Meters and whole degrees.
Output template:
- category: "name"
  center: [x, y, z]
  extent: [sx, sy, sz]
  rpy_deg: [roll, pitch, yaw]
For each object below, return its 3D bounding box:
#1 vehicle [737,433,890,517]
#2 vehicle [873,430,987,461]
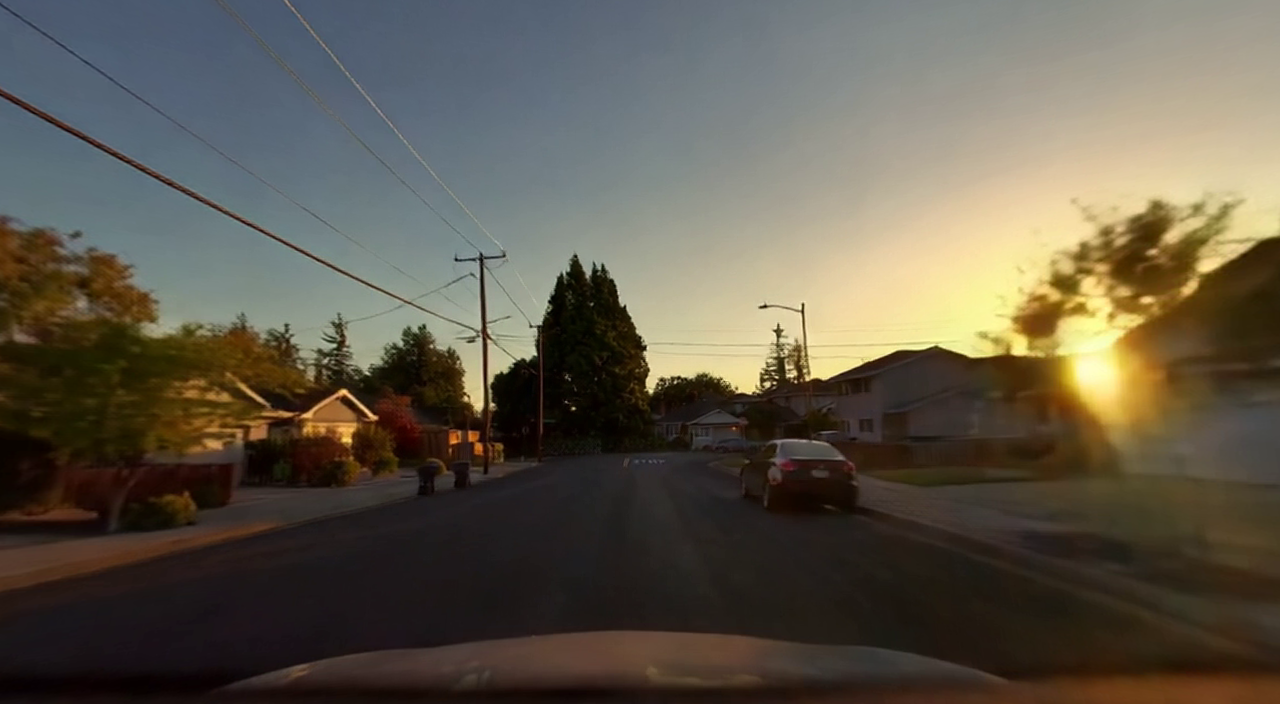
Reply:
- category: "vehicle"
  center: [3.547, 2.601, 13.943]
  extent: [2.012, 1.531, 4.557]
  rpy_deg: [0, -8, -1]
- category: "vehicle"
  center: [14.427, 4.687, 31.669]
  extent: [4.737, 1.493, 2.001]
  rpy_deg: [-1, -8, 4]
